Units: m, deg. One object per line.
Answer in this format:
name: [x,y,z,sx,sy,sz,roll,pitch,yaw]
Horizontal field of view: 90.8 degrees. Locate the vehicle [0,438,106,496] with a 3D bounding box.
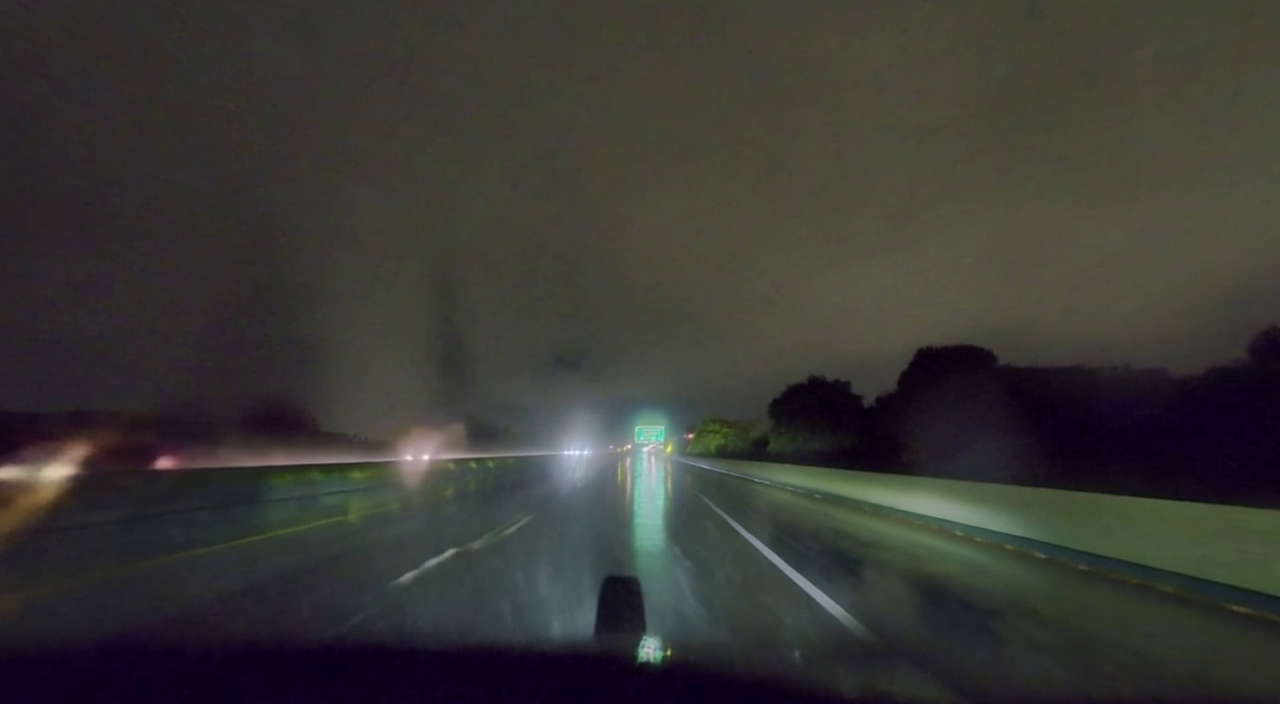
vehicle: [-19.875,3.594,19.870,1.812,1.678,4.844,0,-9,0]
